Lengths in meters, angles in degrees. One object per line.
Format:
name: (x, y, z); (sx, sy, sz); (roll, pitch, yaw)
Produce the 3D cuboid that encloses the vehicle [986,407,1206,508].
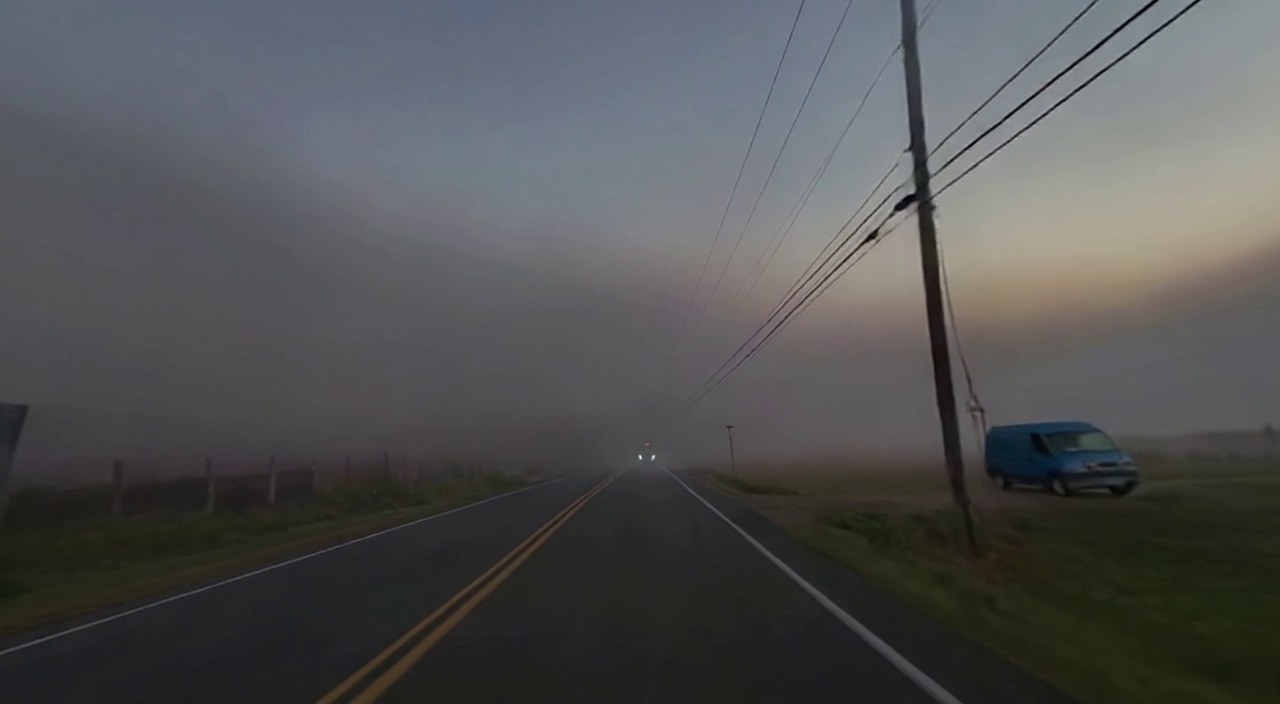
vehicle: (10.602, 2.487, 15.209); (2.077, 1.919, 4.690); (-4, -8, 6)
